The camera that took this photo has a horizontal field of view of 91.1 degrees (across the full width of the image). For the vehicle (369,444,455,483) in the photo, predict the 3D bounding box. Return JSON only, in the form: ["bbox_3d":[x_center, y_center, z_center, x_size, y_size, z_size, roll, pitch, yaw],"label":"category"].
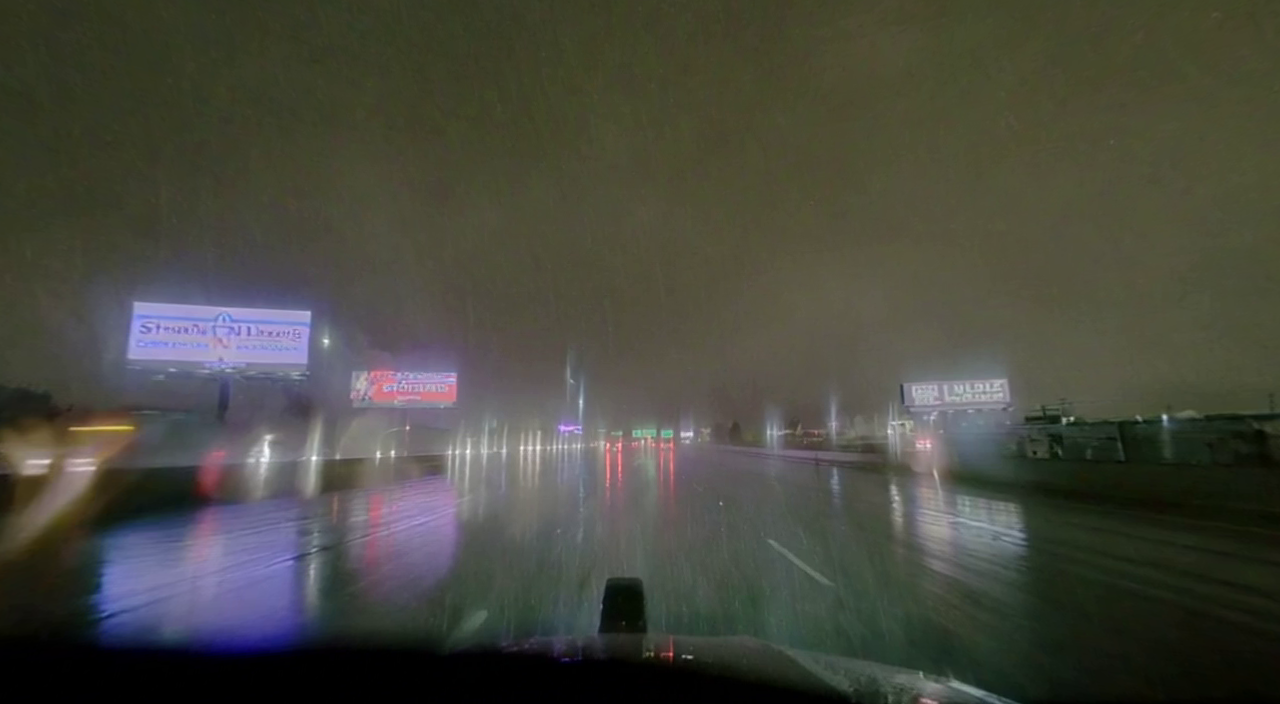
[{"bbox_3d":[-9.730,4.769,27.228,1.974,1.513,4.584,0,-9,0],"label":"vehicle"}]

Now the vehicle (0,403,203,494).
[{"bbox_3d":[-22.091,3.948,25.821,2.796,3.163,7.255,0,-9,1],"label":"vehicle"}]

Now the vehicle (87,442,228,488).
[{"bbox_3d":[-18.823,4.409,24.821,1.950,1.632,4.501,0,-9,1],"label":"vehicle"}]
